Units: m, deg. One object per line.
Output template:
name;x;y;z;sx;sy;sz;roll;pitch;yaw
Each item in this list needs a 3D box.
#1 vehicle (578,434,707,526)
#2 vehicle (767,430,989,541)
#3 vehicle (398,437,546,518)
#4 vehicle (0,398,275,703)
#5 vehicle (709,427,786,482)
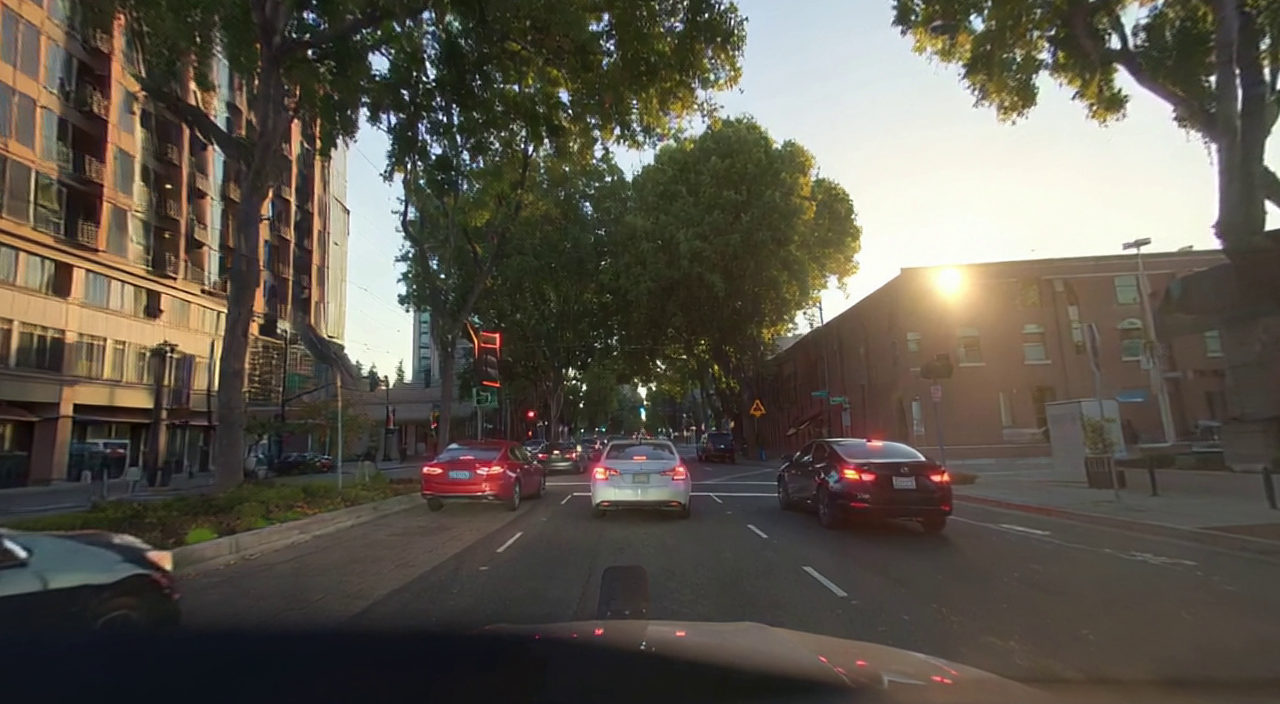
vehicle;-0.021;2.385;12.324;2.101;1.480;3.929;0;-8;-2
vehicle;3.729;2.163;10.930;1.990;1.486;4.431;0;-8;-2
vehicle;-3.419;2.618;13.715;2.002;1.465;4.098;0;-8;1
vehicle;-3.342;0.832;1.693;2.038;1.481;4.379;0;-8;1
vehicle;4.199;4.119;25.591;2.142;1.957;5.443;0;-8;0
